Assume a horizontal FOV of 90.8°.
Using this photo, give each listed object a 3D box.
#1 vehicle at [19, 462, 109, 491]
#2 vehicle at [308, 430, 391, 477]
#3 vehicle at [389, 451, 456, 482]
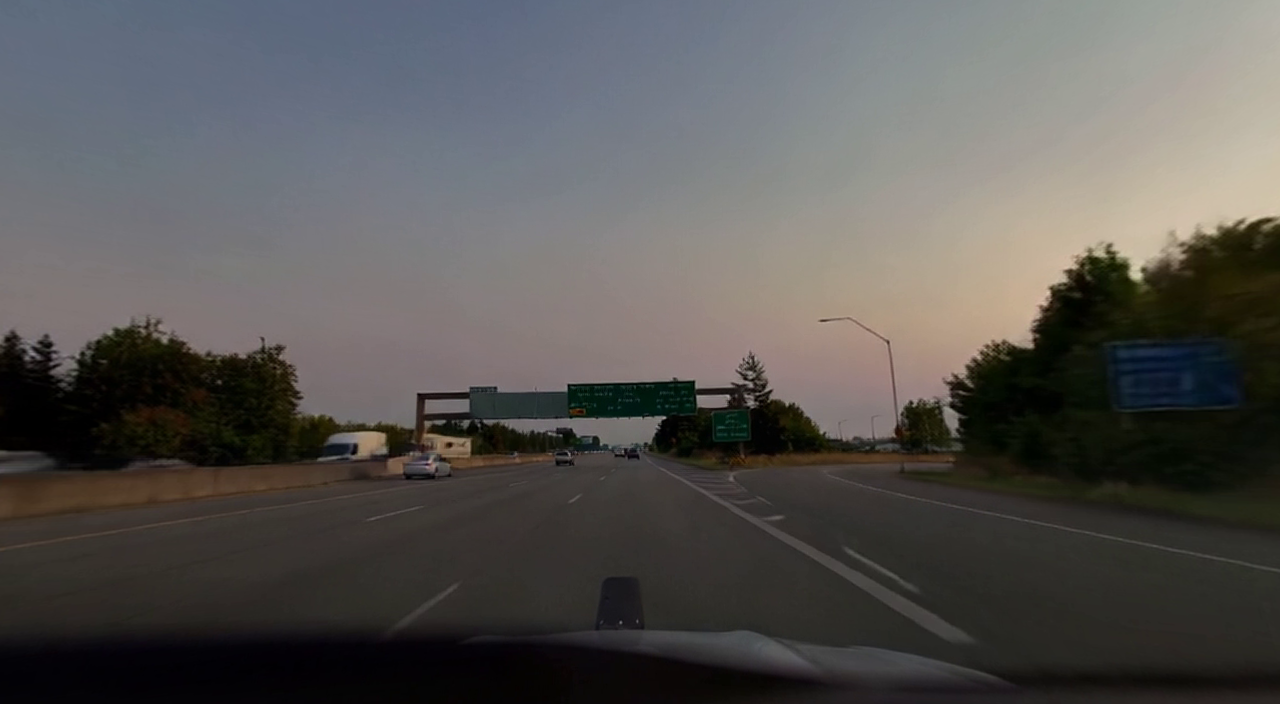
[{"bbox_3d":[-38.662,8.337,42.565,1.998,1.707,5.242,1,-9,-12],"label":"vehicle"},{"bbox_3d":[-19.454,6.833,42.710,2.503,2.882,6.369,0,-9,0],"label":"vehicle"},{"bbox_3d":[-11.426,6.008,33.497,1.981,1.503,4.207,0,-9,1],"label":"vehicle"}]
